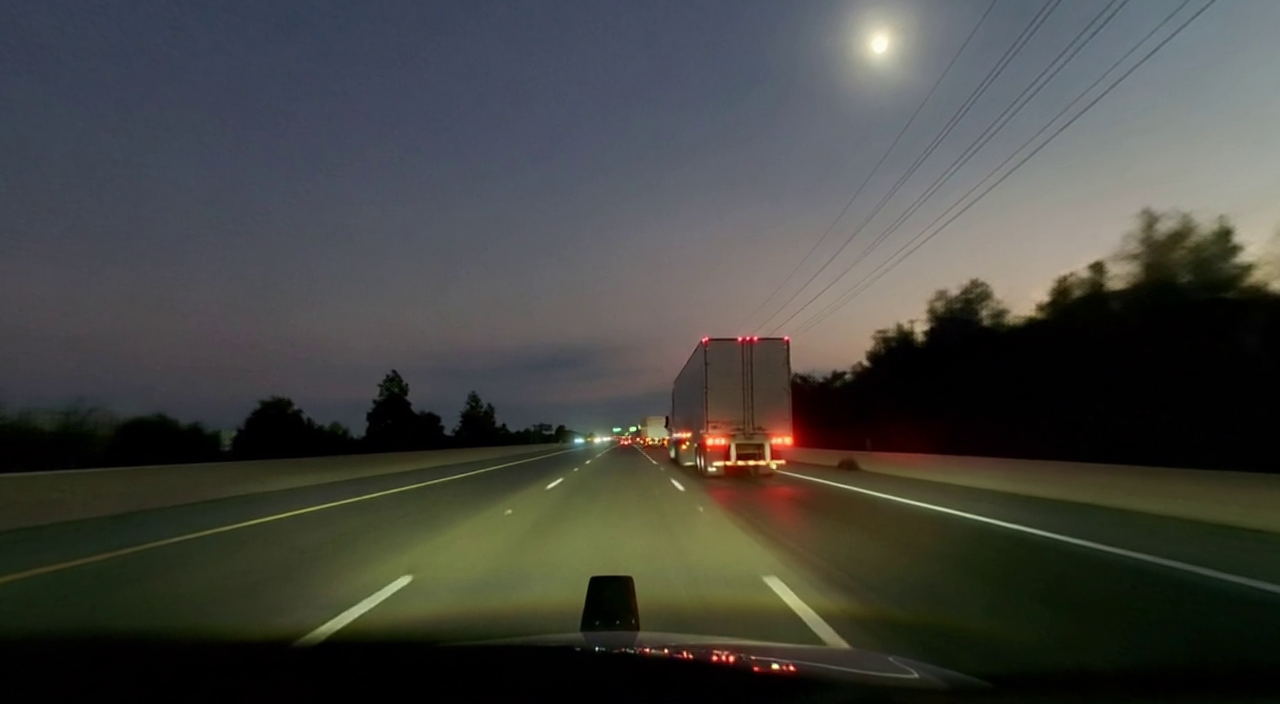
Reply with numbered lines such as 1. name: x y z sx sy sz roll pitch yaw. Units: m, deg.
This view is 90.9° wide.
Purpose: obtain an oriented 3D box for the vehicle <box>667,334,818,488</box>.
1. vehicle: 3.013 2.488 23.768 2.905 4.080 14.157 0 -8 -2
